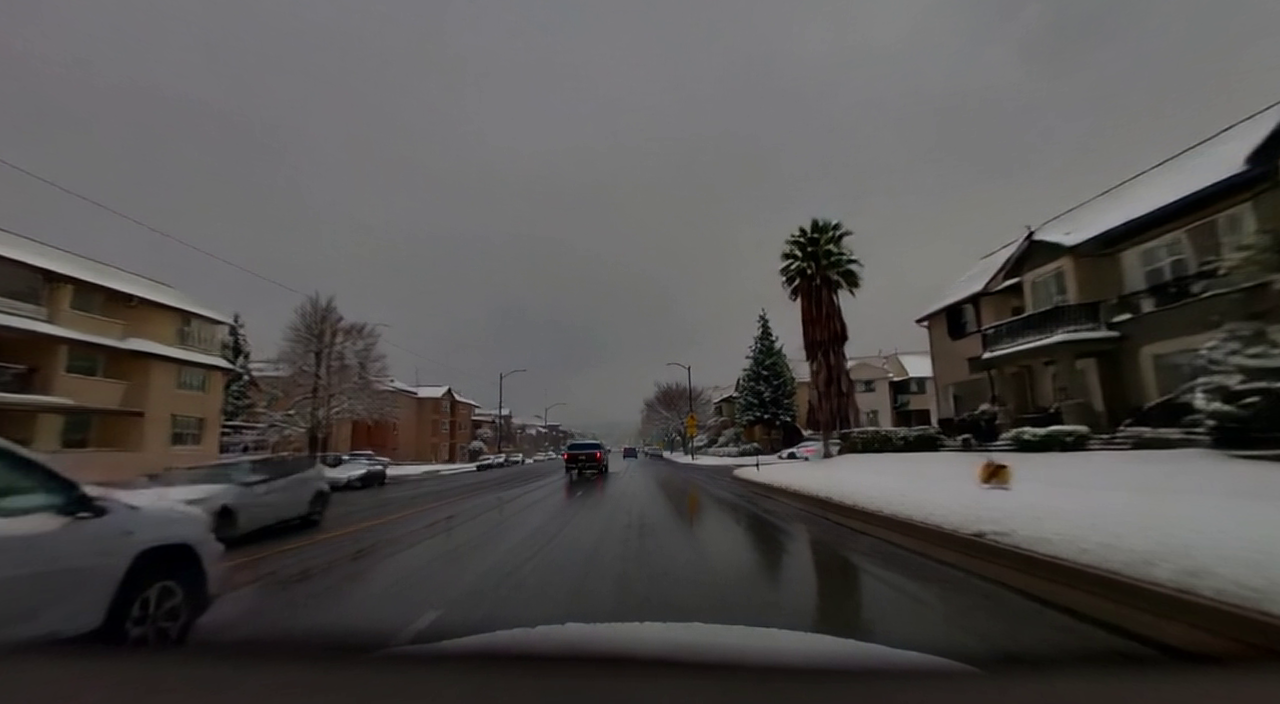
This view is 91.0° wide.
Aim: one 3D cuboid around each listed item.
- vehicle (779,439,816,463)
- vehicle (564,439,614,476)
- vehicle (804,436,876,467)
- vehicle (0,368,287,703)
[{"bbox_3d":[12.307,7.738,49.411,1.924,1.624,4.873,-5,-8,5],"label":"vehicle"},{"bbox_3d":[-2.587,5.530,33.245,1.994,1.810,5.057,-1,-9,3],"label":"vehicle"},{"bbox_3d":[12.418,6.201,39.182,3.778,1.744,1.804,-1,-9,-4],"label":"vehicle"},{"bbox_3d":[-3.273,0.866,2.070,1.929,1.651,3.948,0,-9,-1],"label":"vehicle"}]
